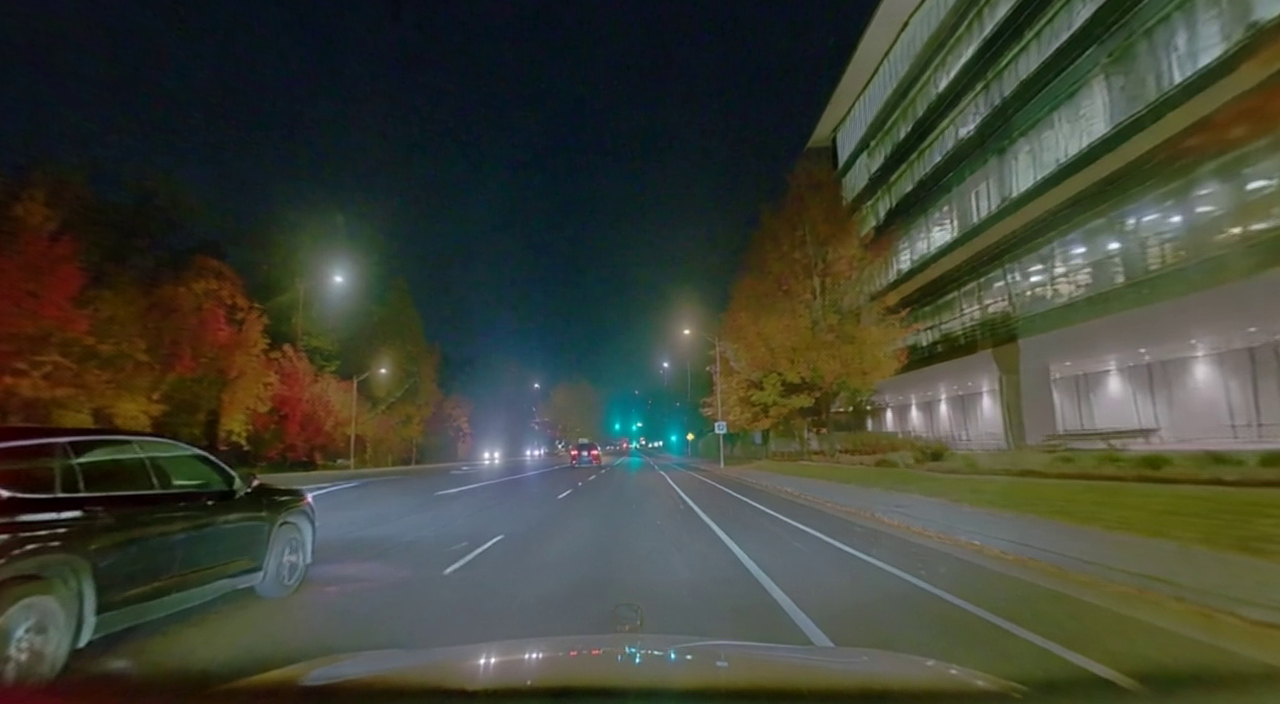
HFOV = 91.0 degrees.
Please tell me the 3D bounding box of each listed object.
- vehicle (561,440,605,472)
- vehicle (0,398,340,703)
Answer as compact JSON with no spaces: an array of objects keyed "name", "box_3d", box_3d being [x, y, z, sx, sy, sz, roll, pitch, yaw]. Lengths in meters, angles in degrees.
[{"name":"vehicle","box_3d":[-3.361,6.246,37.978,2.112,1.779,4.489,1,-9,1]},{"name":"vehicle","box_3d":[-3.933,1.132,3.932,1.923,1.528,4.309,0,-9,1]}]
